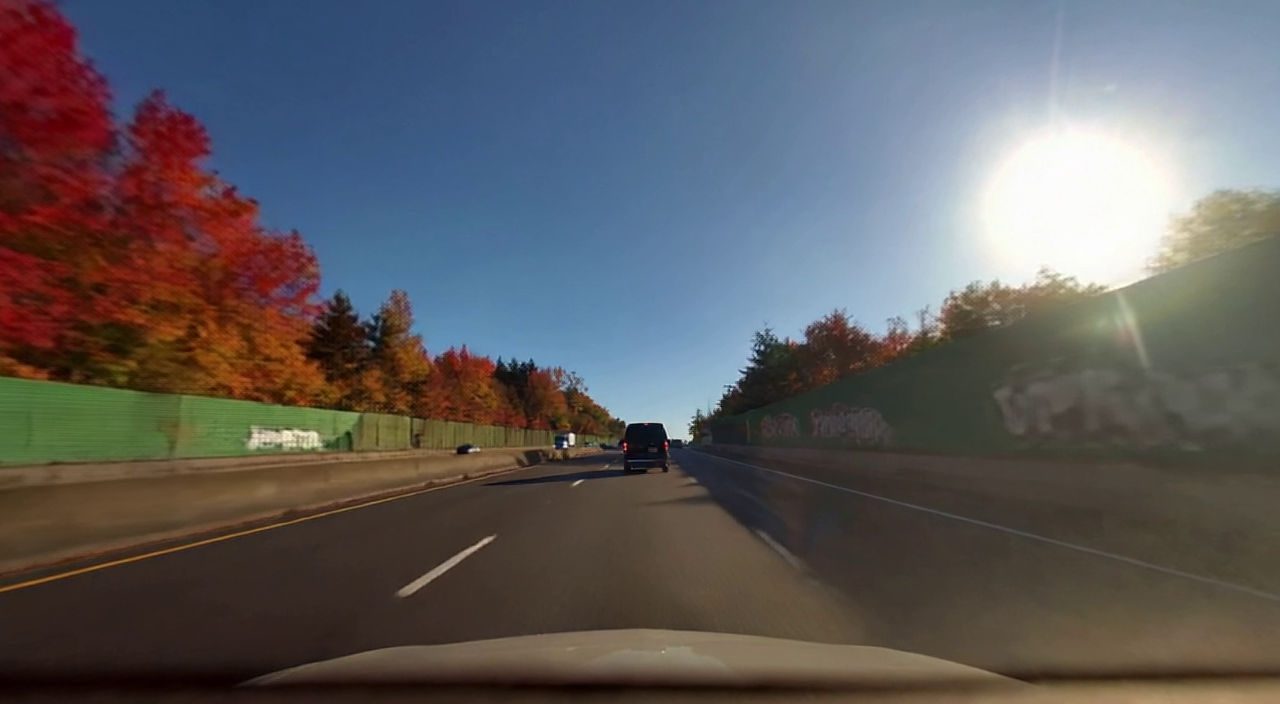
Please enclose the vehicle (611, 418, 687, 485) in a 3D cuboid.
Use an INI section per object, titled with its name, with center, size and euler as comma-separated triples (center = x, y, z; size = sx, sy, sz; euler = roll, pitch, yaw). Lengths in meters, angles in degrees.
[vehicle]
center = 0.254, 3.294, 21.032
size = 2.283, 1.956, 4.421
euler = 0, -8, 0
